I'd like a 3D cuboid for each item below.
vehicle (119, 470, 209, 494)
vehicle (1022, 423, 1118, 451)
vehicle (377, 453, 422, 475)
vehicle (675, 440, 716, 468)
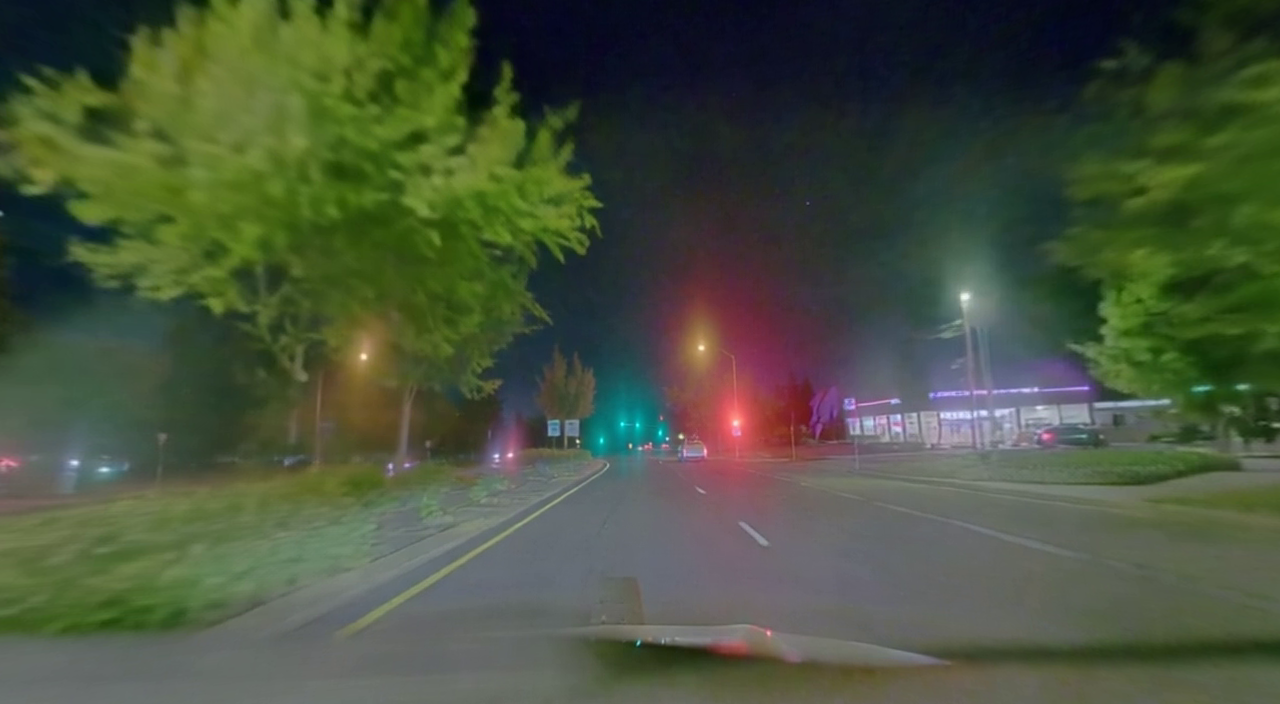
[{"bbox_3d":[-32.003,8.741,42.570,4.350,1.465,1.922,1,-8,-7],"label":"vehicle"},{"bbox_3d":[30.949,6.116,45.527,5.373,1.958,2.152,0,-8,-3],"label":"vehicle"},{"bbox_3d":[-18.767,8.741,49.438,1.827,1.546,4.506,0,-8,-1],"label":"vehicle"},{"bbox_3d":[3.286,6.108,37.934,1.961,1.580,4.020,0,-8,-2],"label":"vehicle"}]
